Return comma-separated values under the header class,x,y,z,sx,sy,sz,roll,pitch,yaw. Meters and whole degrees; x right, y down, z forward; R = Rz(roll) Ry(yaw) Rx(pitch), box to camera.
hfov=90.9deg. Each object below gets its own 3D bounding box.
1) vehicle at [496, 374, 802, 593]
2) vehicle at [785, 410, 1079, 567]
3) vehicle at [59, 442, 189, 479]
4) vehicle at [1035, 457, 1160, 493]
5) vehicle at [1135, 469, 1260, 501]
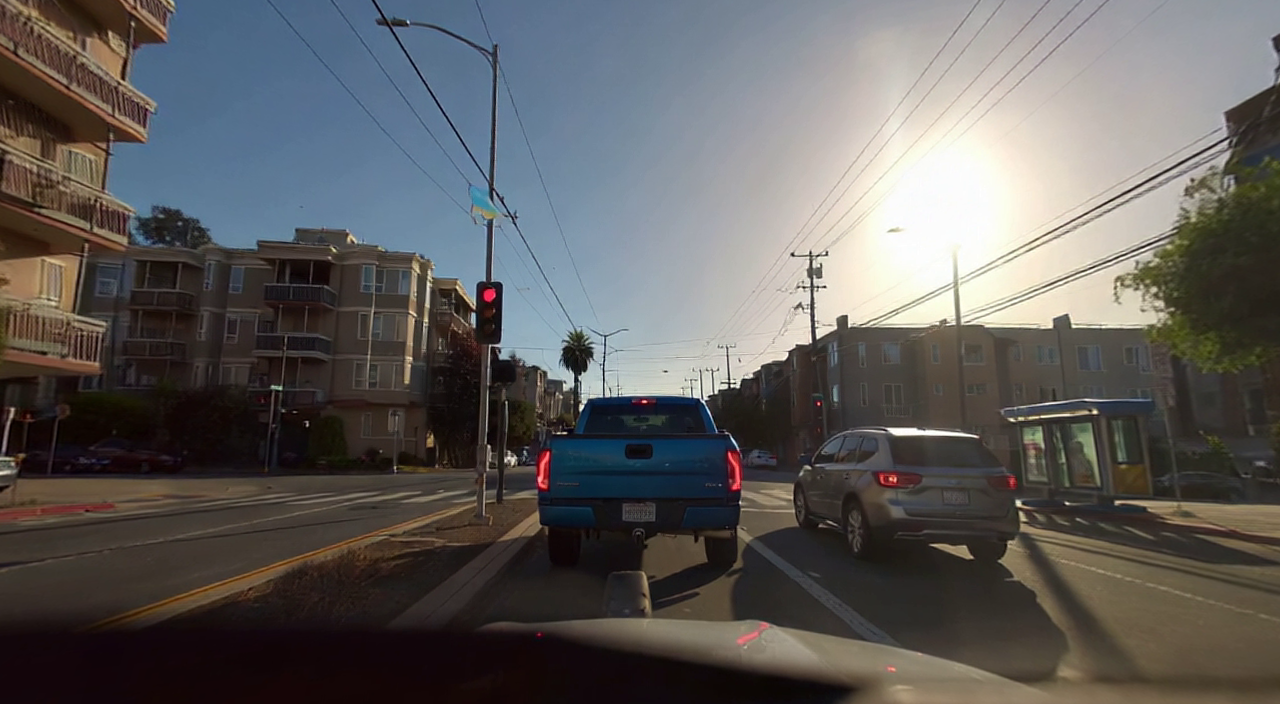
class,x,y,z,sx,sy,sz,roll,pitch,yaw
vehicle,0.113,1.556,8.283,2.738,1.959,5.070,0,-8,1
vehicle,3.847,1.892,9.554,2.131,1.759,4.762,0,-8,0
vehicle,-24.829,5.212,30.432,4.563,1.692,1.778,0,-9,-2
vehicle,21.810,5.863,30.163,4.498,1.618,1.843,0,-9,0
vehicle,26.412,6.294,29.966,4.071,1.388,1.884,0,-8,1
